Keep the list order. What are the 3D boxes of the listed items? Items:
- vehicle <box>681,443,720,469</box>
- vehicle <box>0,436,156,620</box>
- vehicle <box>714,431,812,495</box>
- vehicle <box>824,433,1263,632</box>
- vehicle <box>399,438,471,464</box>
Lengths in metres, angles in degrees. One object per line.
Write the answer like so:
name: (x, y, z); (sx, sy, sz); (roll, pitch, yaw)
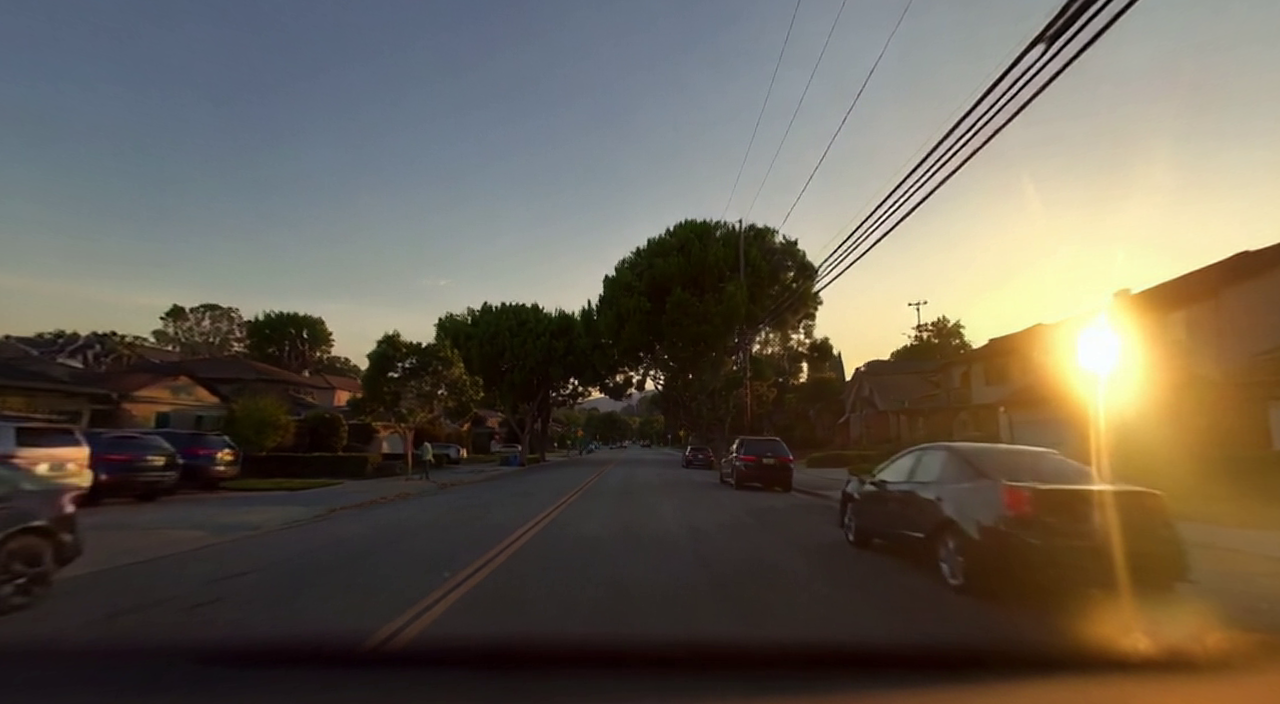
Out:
vehicle: (3.738, 6.540, 39.734); (1.897, 1.521, 4.835); (0, -9, -1)
vehicle: (-6.274, 1.391, 4.501); (1.985, 1.497, 4.655); (-2, -8, -1)
vehicle: (3.754, 3.497, 20.222); (2.039, 1.780, 4.884); (0, -9, -2)
vehicle: (3.796, 1.736, 7.173); (1.949, 1.505, 4.483); (0, -9, -1)
vehicle: (-15.715, 7.602, 48.414); (4.882, 1.777, 2.025); (-2, -9, -2)
